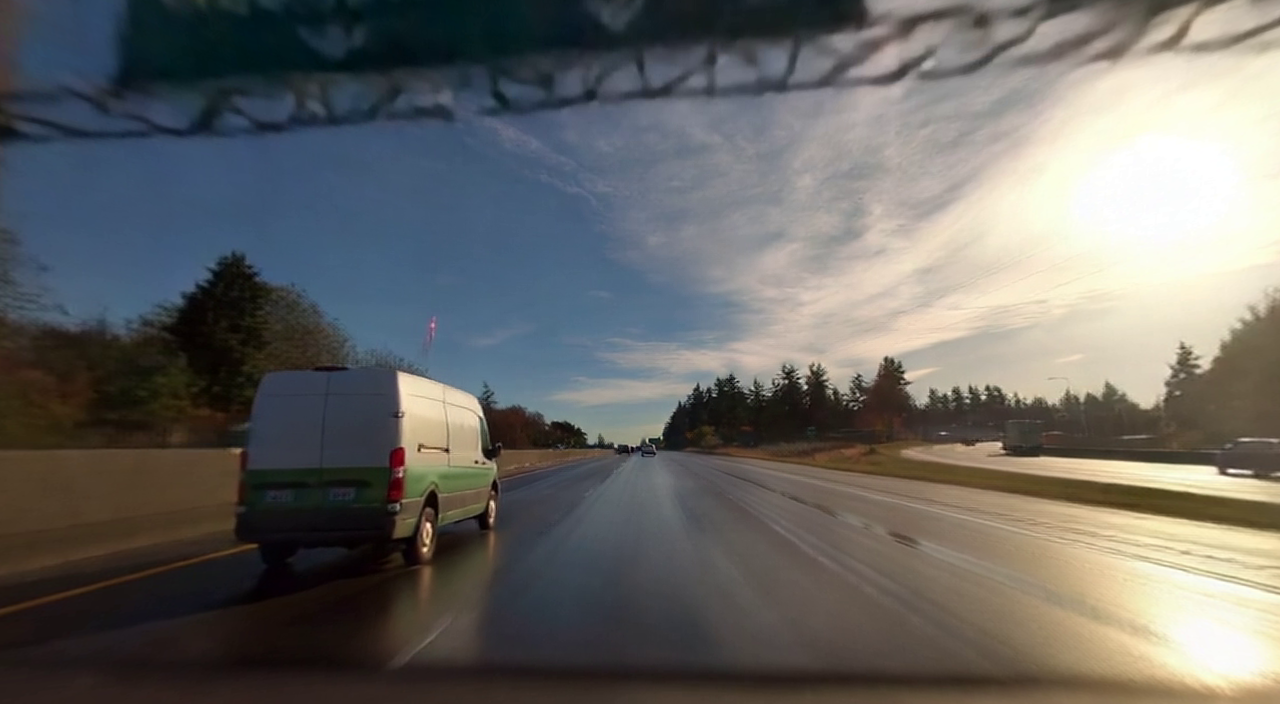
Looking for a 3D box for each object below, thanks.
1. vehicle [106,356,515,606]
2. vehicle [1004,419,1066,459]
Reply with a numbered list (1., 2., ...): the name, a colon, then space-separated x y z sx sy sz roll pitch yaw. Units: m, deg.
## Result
1. vehicle: -3.141 1.366 7.479 2.281 2.025 4.586 0 -8 1
2. vehicle: 29.281 6.486 46.824 2.207 2.820 5.493 -2 -8 14
